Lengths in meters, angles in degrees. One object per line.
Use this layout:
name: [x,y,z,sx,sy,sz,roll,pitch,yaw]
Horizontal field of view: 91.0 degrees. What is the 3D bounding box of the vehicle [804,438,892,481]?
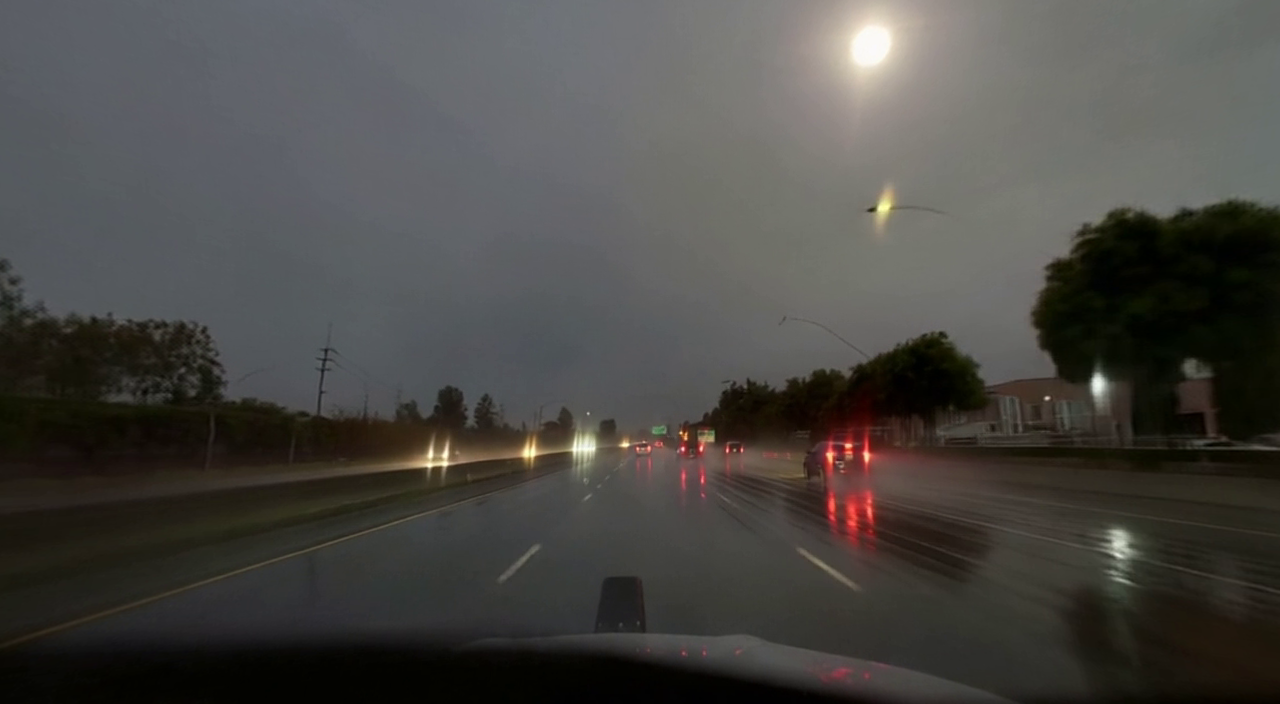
vehicle: [8.172,4.264,25.204,1.989,1.526,4.443,0,-9,0]
